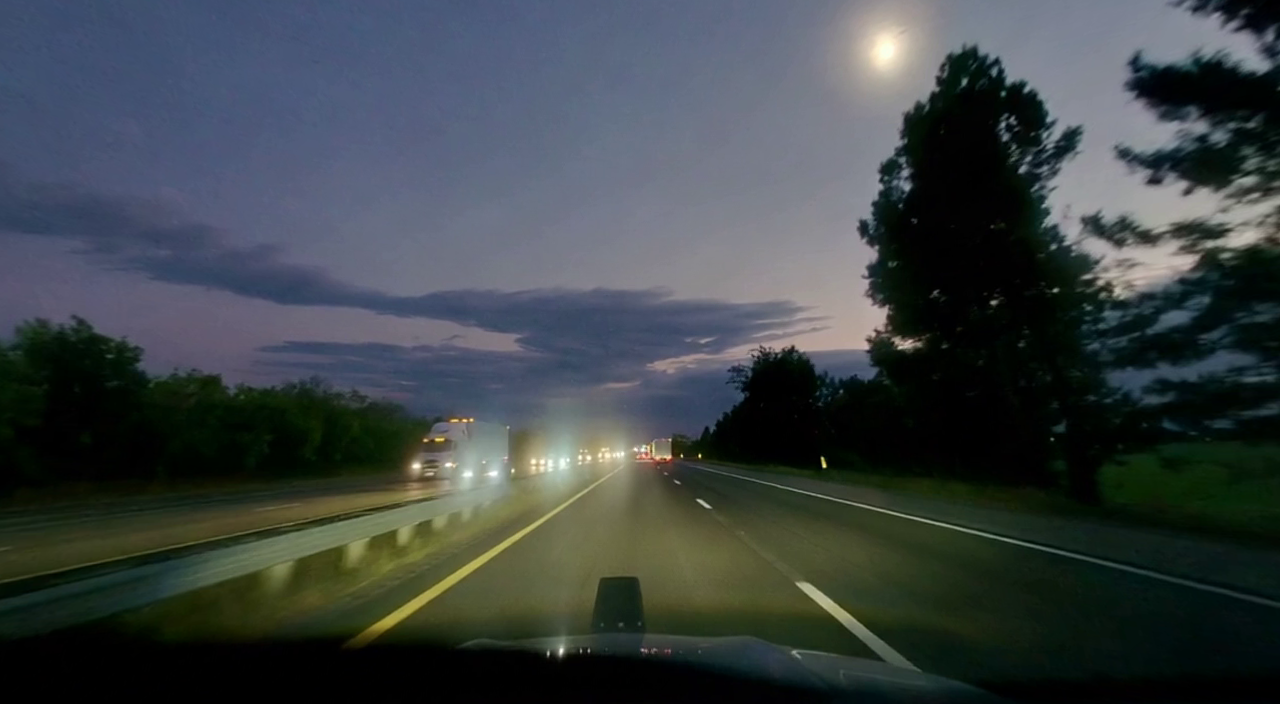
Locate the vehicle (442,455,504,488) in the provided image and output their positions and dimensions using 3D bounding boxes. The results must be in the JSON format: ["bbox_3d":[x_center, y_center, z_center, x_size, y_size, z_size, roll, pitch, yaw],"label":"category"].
[{"bbox_3d":[-8.206,5.870,31.309,1.818,1.448,4.428,0,-9,0],"label":"vehicle"}]

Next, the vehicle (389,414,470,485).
[{"bbox_3d":[-12.883,6.015,39.107,2.979,4.027,5.788,0,-9,-1],"label":"vehicle"}]
